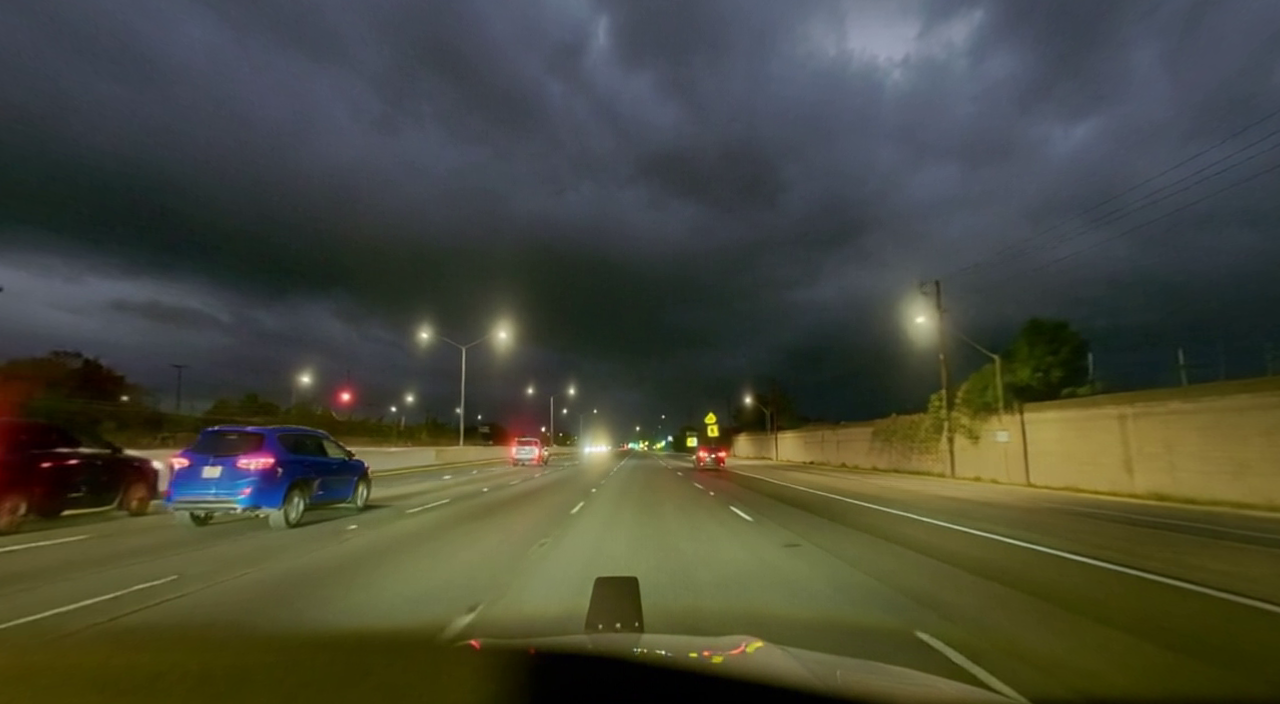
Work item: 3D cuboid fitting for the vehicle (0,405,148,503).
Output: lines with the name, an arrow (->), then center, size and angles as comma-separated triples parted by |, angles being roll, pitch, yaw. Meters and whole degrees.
vehicle -> -13.814, 2.139, 13.307 | 2.162, 1.922, 5.732 | 0, -9, 0

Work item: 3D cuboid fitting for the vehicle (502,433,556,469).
vehicle -> -6.448, 5.820, 37.100 | 2.255, 1.934, 4.868 | 0, -9, 0

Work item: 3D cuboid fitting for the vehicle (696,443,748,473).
vehicle -> 4.507, 5.920, 35.455 | 2.251, 1.520, 4.550 | 1, -9, -1

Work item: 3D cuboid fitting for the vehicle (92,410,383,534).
vehicle -> -6.543, 2.015, 11.091 | 2.058, 1.698, 4.567 | 0, -9, 0
